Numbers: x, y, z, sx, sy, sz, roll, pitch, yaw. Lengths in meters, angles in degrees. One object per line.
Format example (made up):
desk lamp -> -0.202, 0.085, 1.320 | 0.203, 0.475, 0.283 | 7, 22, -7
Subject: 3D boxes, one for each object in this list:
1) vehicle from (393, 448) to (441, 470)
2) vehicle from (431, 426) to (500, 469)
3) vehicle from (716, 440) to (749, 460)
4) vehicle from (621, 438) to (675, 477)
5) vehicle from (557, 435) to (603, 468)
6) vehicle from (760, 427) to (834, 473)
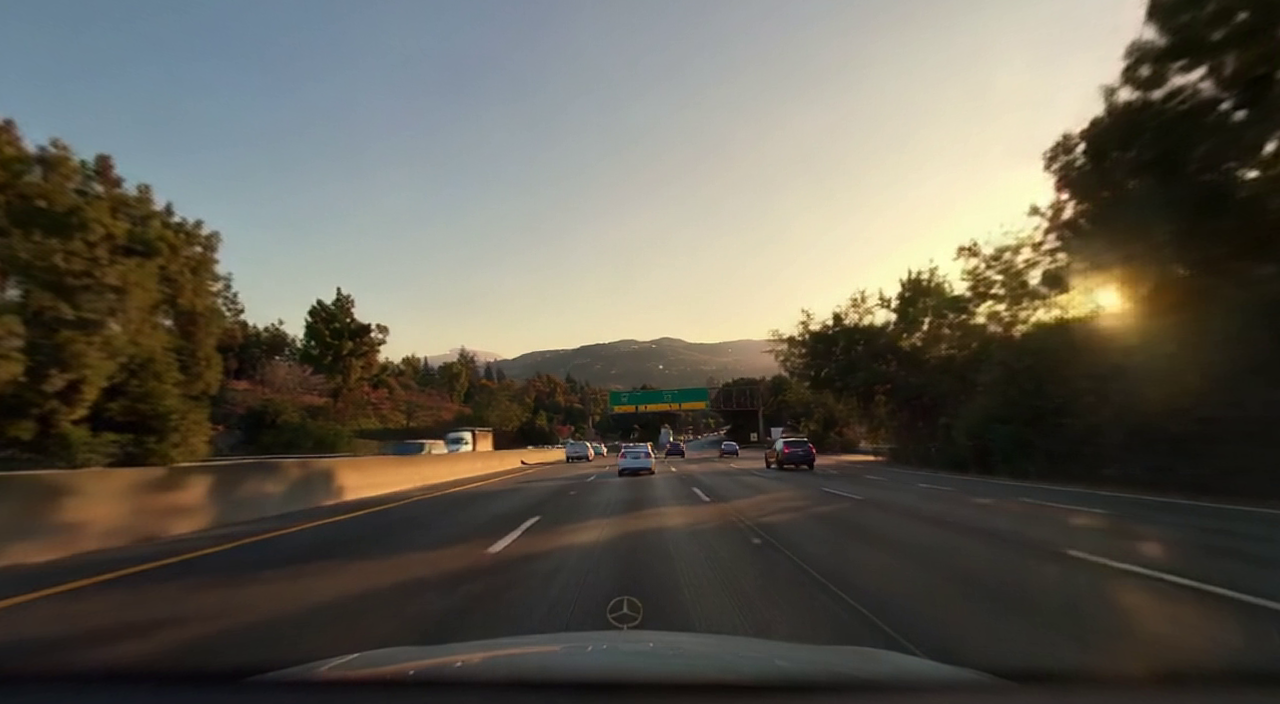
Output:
vehicle -> -16.059, 7.725, 45.666 | 1.845, 1.507, 4.187 | 0, -8, 2
vehicle -> -12.486, 6.917, 45.872 | 2.779, 2.896, 7.441 | 0, -8, 0
vehicle -> 7.103, 7.582, 48.861 | 1.894, 1.511, 4.148 | 0, -8, -1
vehicle -> 0.292, 4.324, 26.071 | 2.071, 1.464, 4.162 | 0, -8, 0
vehicle -> -3.348, 5.655, 36.058 | 2.140, 1.720, 4.410 | 0, -8, 1
vehicle -> 7.159, 4.538, 29.366 | 2.094, 1.916, 5.099 | 0, -8, -1
